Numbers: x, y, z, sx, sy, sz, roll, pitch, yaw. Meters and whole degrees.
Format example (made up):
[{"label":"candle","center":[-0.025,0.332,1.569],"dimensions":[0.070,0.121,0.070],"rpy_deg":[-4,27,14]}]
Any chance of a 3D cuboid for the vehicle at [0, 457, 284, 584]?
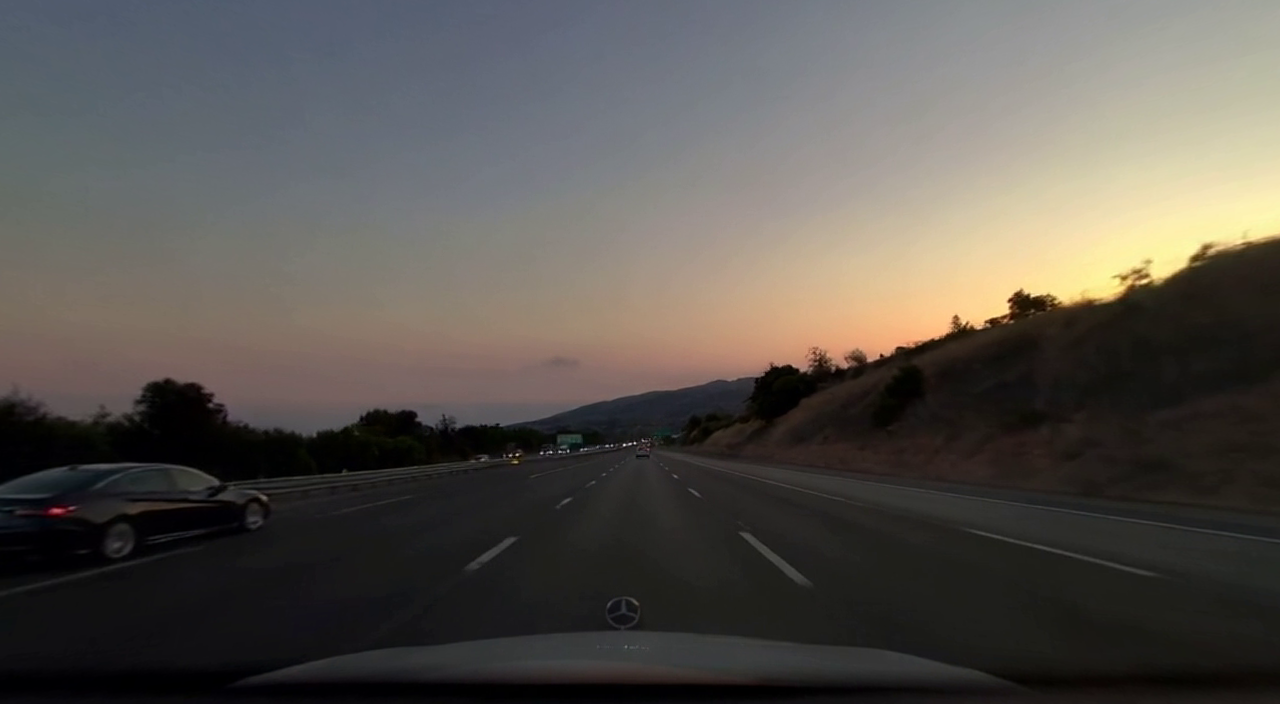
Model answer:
[{"label":"vehicle","center":[-7.510,2.174,9.021],"dimensions":[2.165,1.274,4.525],"rpy_deg":[0,-9,0]}]
